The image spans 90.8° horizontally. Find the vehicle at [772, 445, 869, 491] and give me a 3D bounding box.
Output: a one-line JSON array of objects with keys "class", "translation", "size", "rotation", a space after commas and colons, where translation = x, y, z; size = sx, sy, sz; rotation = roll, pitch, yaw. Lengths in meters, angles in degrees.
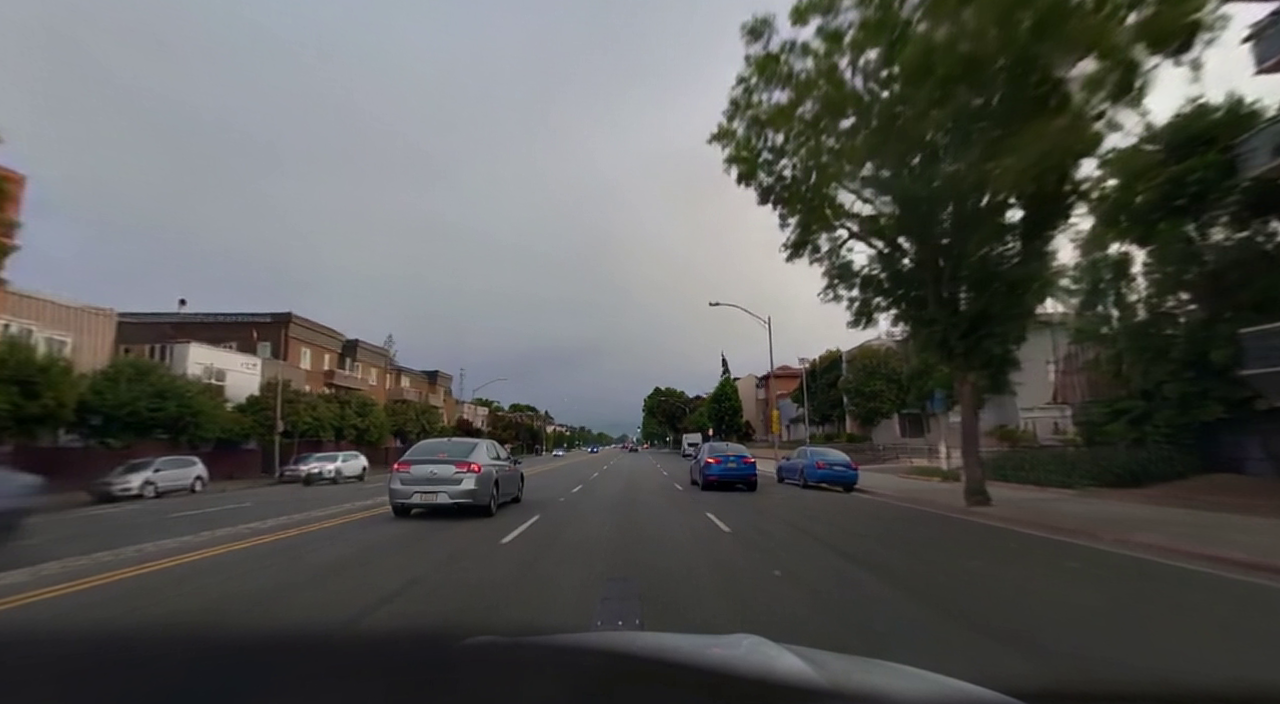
[{"class": "vehicle", "translation": [6.250, 4.059, 22.504], "size": [1.881, 1.439, 4.725], "rotation": [0, -9, -3]}]

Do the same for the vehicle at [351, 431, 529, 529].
[{"class": "vehicle", "translation": [-3.537, 2.337, 12.093], "size": [2.062, 1.527, 4.044], "rotation": [0, -9, 0]}]

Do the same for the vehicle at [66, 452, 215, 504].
[{"class": "vehicle", "translation": [-18.058, 4.530, 23.179], "size": [1.929, 1.665, 4.304], "rotation": [0, -9, 0]}]

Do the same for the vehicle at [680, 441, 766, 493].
[{"class": "vehicle", "translation": [2.493, 3.588, 20.121], "size": [1.978, 1.471, 4.426], "rotation": [0, -9, -2]}]

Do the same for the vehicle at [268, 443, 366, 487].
[{"class": "vehicle", "translation": [-14.788, 5.155, 29.276], "size": [2.110, 1.838, 4.623], "rotation": [0, -9, 0]}]
